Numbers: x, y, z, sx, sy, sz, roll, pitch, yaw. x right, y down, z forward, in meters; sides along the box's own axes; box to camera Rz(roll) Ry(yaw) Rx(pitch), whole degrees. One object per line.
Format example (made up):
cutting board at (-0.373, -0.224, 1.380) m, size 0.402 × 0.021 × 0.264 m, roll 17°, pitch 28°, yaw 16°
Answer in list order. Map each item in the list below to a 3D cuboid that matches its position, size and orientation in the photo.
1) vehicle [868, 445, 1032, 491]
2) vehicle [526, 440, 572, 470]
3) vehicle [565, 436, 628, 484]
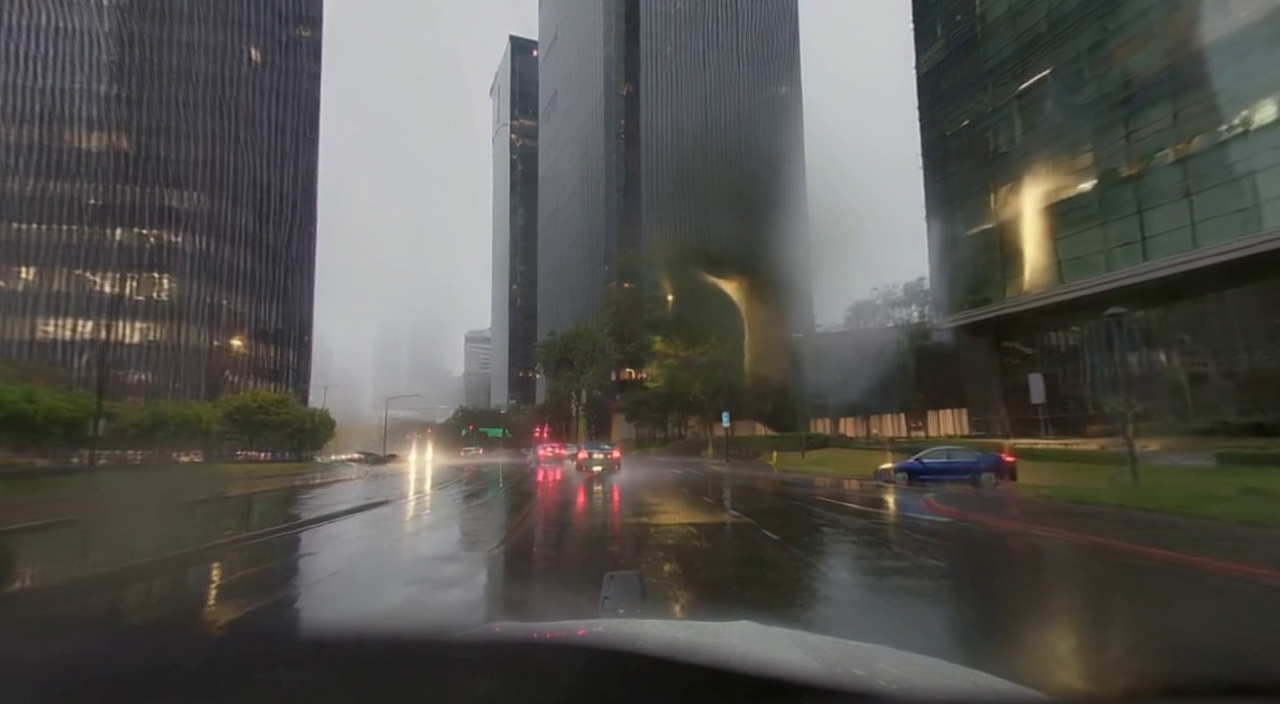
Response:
vehicle at (10.726, 4.035, 22.117) m, size 4.645 × 1.505 × 2.100 m, roll -1°, pitch -9°, yaw 6°
vehicle at (-5.672, 6.321, 38.917) m, size 2.121 × 1.728 × 4.161 m, roll 3°, pitch -9°, yaw -17°
vehicle at (-1.679, 4.128, 24.353) m, size 2.183 × 1.675 × 4.319 m, roll 1°, pitch -8°, yaw -4°
